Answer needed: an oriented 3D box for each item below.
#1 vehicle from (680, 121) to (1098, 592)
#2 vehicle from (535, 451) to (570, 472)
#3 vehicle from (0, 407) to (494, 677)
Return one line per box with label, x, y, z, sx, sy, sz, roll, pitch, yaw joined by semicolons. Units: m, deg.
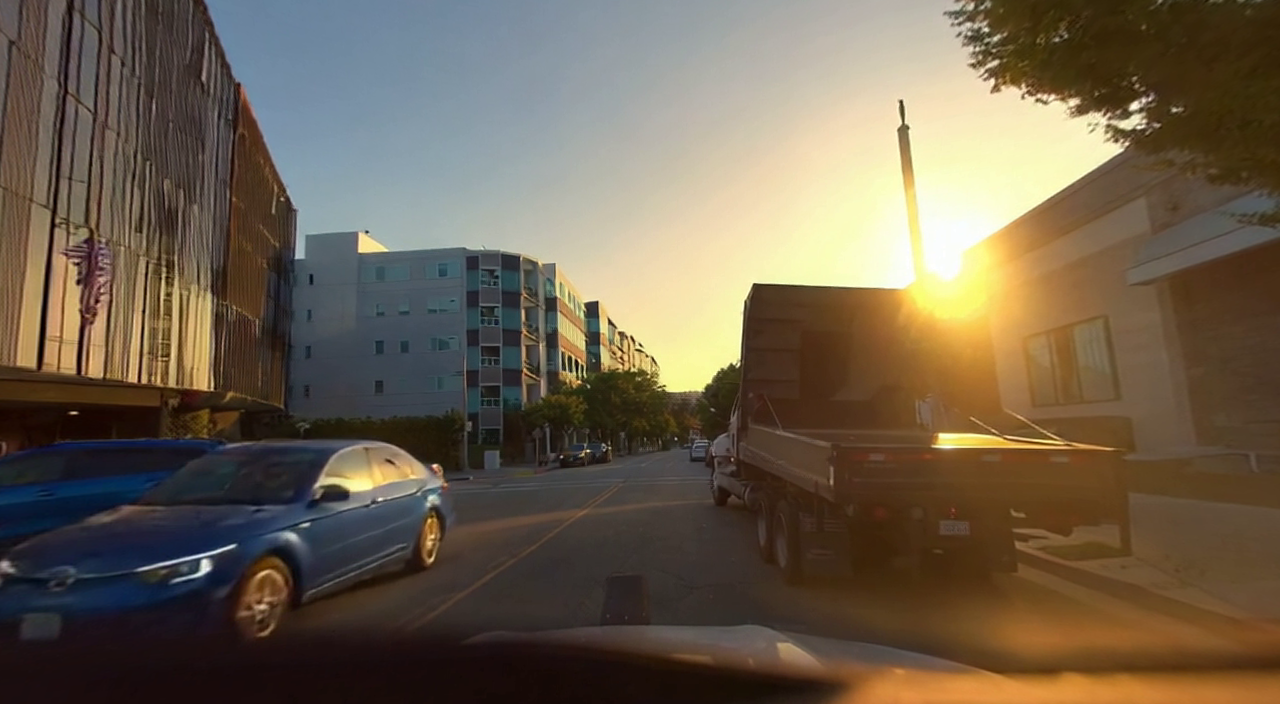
vehicle;2.581;0.778;11.193;3.320;4.034;11.553;-1;-8;5
vehicle;-6.778;8.511;49.188;1.798;1.459;4.306;-1;-8;5
vehicle;-3.273;1.498;6.239;2.311;1.631;4.510;0;-8;4
